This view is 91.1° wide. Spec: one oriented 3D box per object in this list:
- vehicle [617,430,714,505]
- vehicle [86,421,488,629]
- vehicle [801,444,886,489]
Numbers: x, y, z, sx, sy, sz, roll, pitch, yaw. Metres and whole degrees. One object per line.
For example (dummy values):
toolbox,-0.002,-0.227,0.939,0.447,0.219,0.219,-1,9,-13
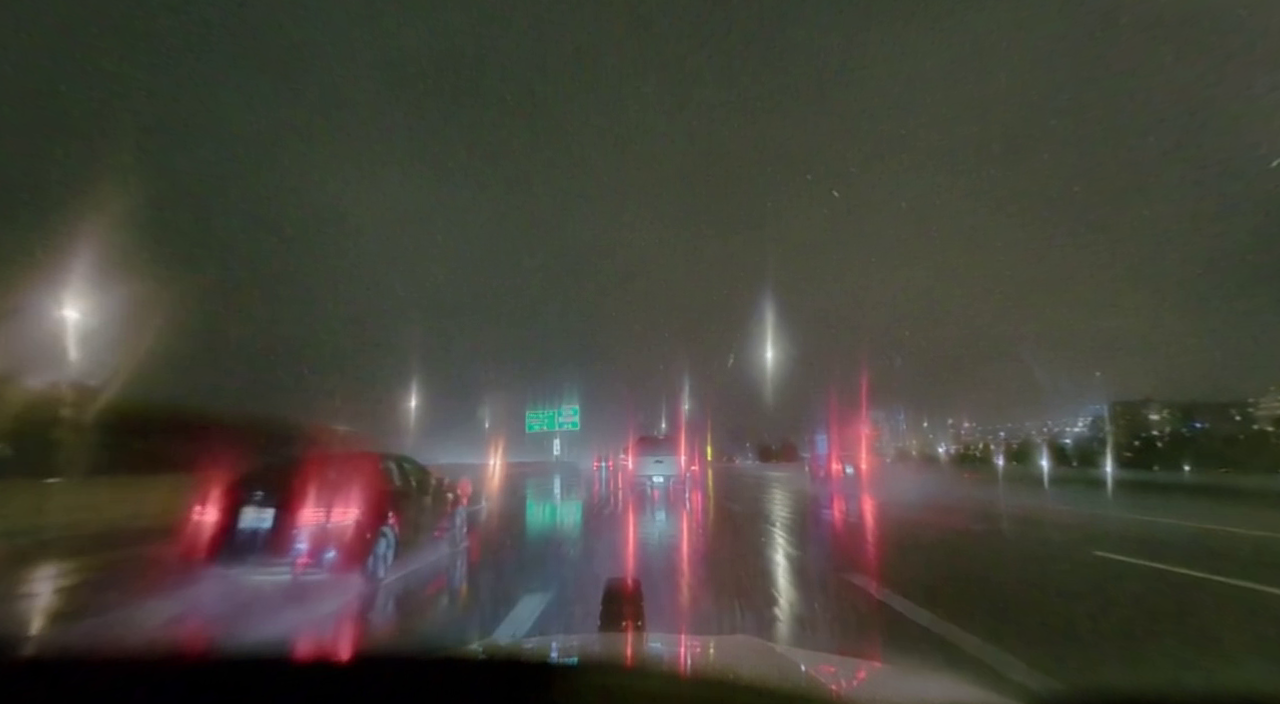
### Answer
vehicle,0.697,3.733,20.685,2.732,2.065,5.826,0,-9,0
vehicle,-3.348,1.726,7.182,2.099,1.640,4.134,-1,-9,1
vehicle,8.786,4.984,27.611,2.133,1.770,4.537,0,-9,-1
